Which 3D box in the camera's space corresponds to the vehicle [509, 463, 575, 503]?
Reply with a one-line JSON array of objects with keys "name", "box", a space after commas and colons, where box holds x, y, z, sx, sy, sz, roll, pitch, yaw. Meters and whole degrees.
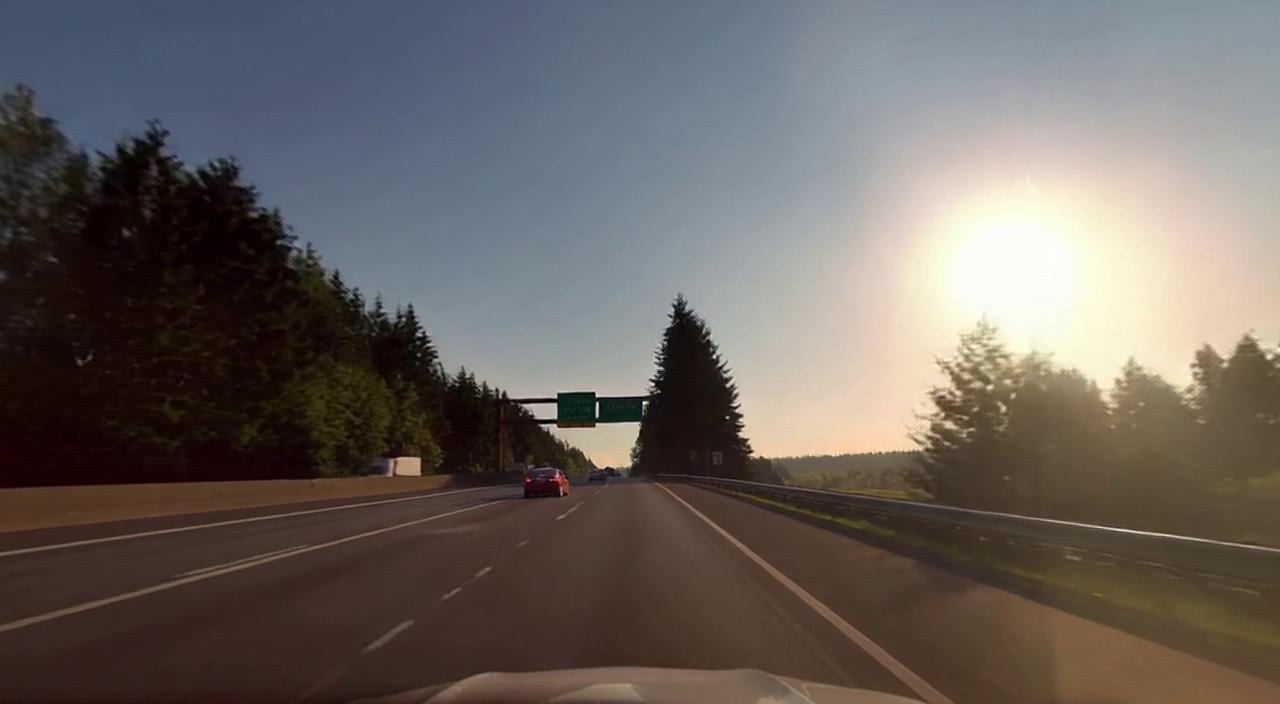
[{"name": "vehicle", "box": [-4.038, 5.488, 26.666, 1.995, 1.467, 4.467, 1, -10, 1]}]
